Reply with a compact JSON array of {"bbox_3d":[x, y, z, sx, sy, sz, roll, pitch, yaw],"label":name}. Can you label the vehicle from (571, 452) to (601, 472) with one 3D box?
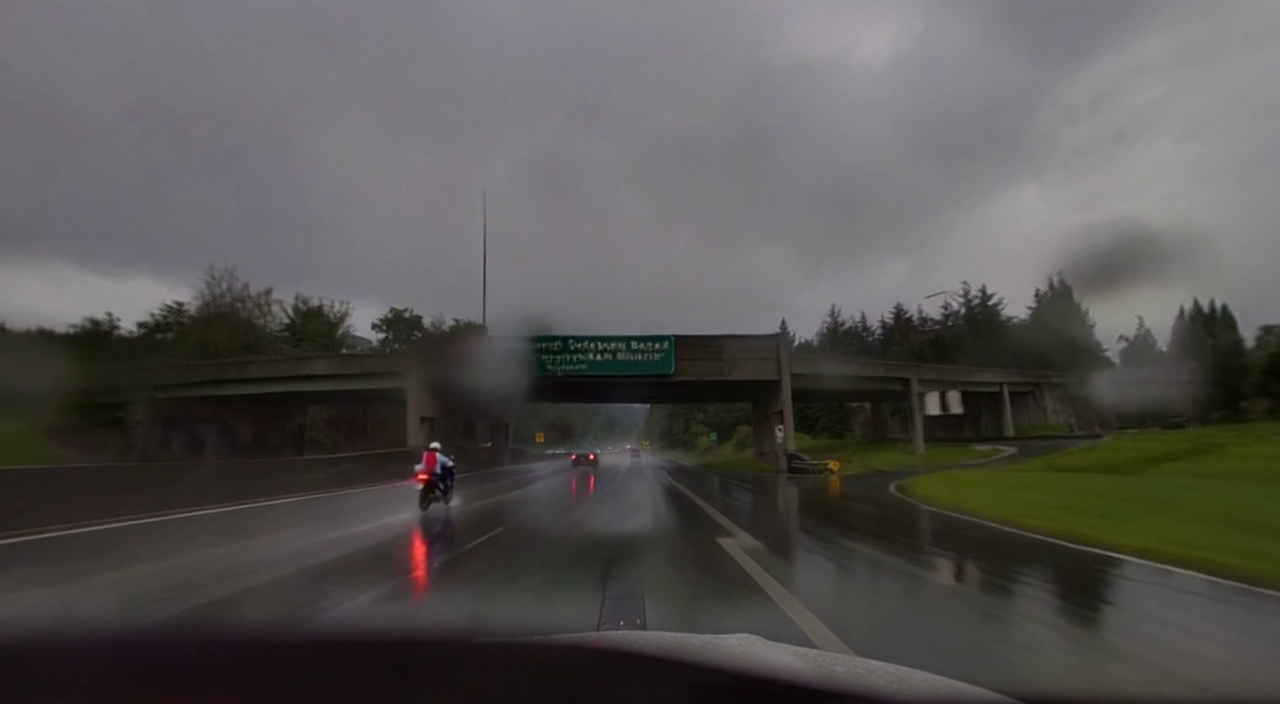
[{"bbox_3d":[-4.222,8.673,49.972,1.992,1.504,4.117,0,-9,0],"label":"vehicle"}]
